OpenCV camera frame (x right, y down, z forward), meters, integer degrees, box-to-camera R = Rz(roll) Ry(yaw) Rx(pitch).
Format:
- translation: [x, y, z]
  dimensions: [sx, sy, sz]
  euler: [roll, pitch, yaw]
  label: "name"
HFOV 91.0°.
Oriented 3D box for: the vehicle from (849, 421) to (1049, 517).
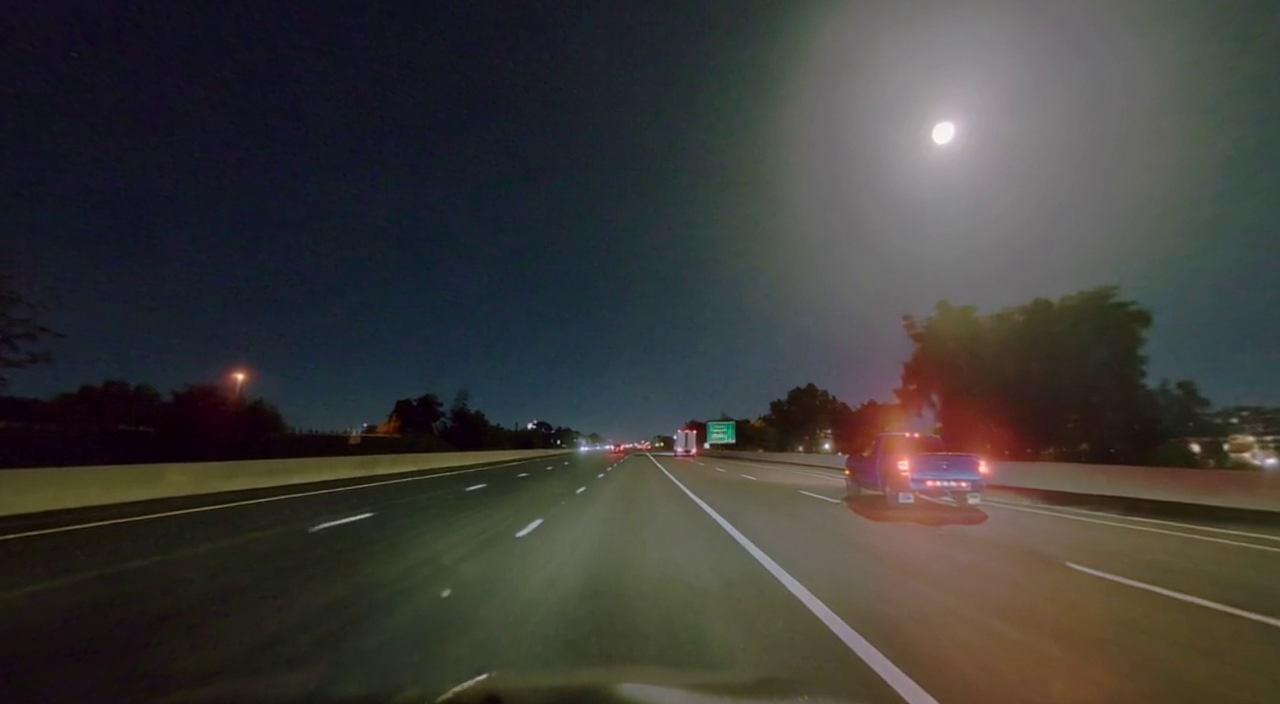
- translation: [6.558, 2.547, 14.149]
  dimensions: [2.096, 1.767, 4.601]
  euler: [0, -9, -1]
  label: "vehicle"
